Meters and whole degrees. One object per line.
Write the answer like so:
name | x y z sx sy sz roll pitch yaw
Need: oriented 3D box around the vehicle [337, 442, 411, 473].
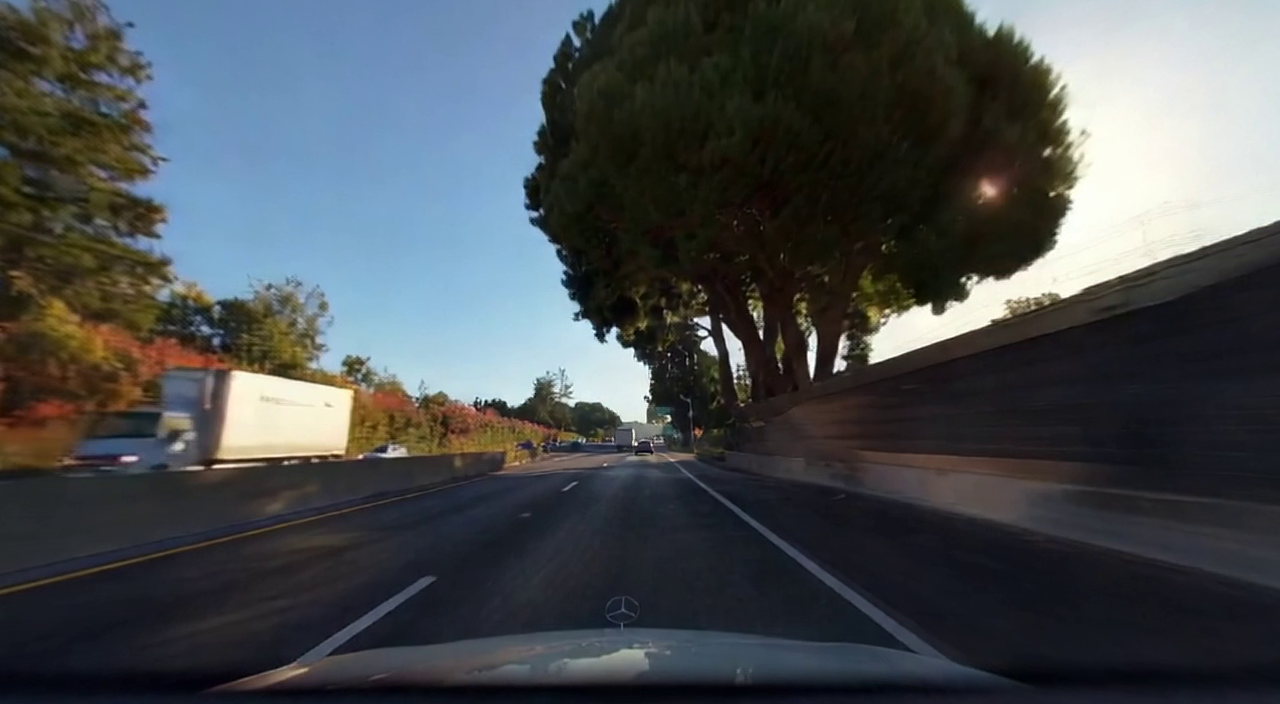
vehicle | -14.236 5.636 33.988 1.892 1.511 4.694 0 -8 1

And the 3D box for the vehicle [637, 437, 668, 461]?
vehicle | 0.805 6.513 42.343 2.030 1.523 4.114 0 -8 0
